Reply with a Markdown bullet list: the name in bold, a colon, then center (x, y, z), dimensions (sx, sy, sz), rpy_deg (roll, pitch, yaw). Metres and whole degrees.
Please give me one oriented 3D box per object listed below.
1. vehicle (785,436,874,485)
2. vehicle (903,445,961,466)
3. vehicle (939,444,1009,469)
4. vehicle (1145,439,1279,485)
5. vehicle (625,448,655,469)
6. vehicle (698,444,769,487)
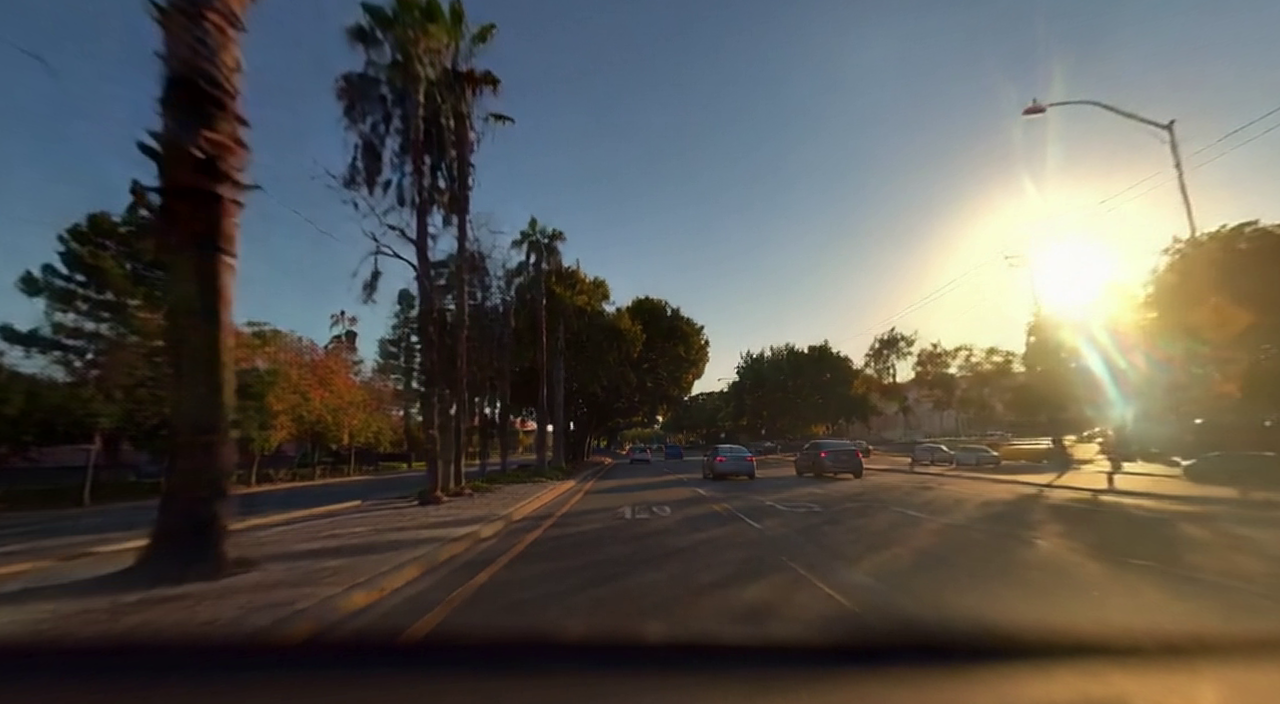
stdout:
- **vehicle**: center (7.023, 4.059, 23.918), dimensions (1.916, 1.646, 4.258), rpy_deg (0, -9, -1)
- **vehicle**: center (20.961, 7.440, 45.535), dimensions (1.844, 1.464, 4.546), rpy_deg (0, -9, -2)
- **vehicle**: center (20.976, 6.576, 39.883), dimensions (1.852, 1.448, 4.601), rpy_deg (0, -8, -1)
- **vehicle**: center (21.144, 3.916, 22.811), dimensions (1.943, 1.467, 4.706), rpy_deg (0, -8, 0)
- **vehicle**: center (-0.060, 7.593, 45.259), dimensions (2.031, 1.444, 4.361), rpy_deg (0, -8, -1)
- **vehicle**: center (3.444, 4.269, 24.091), dimensions (1.875, 1.452, 4.453), rpy_deg (0, -9, -2)
